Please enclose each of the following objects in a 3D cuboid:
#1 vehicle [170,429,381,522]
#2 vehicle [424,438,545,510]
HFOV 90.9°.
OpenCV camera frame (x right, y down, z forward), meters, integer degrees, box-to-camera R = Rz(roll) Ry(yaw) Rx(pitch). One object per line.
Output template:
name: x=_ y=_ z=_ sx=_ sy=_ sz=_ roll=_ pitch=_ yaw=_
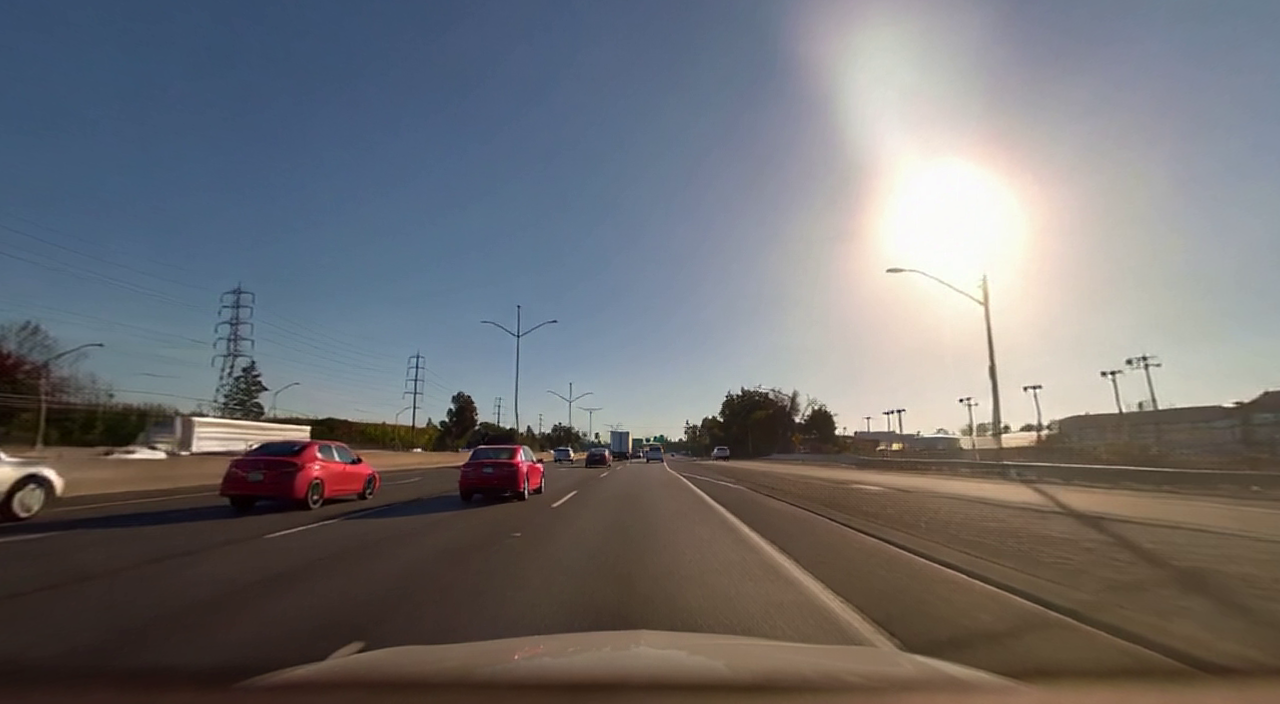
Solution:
vehicle: x=-7.609 y=2.580 z=13.809 sx=1.970 sy=1.682 sz=4.297 roll=-1 pitch=-8 yaw=1
vehicle: x=-3.633 y=2.904 z=15.476 sx=1.953 sy=1.511 sz=3.704 roll=-1 pitch=-8 yaw=1
